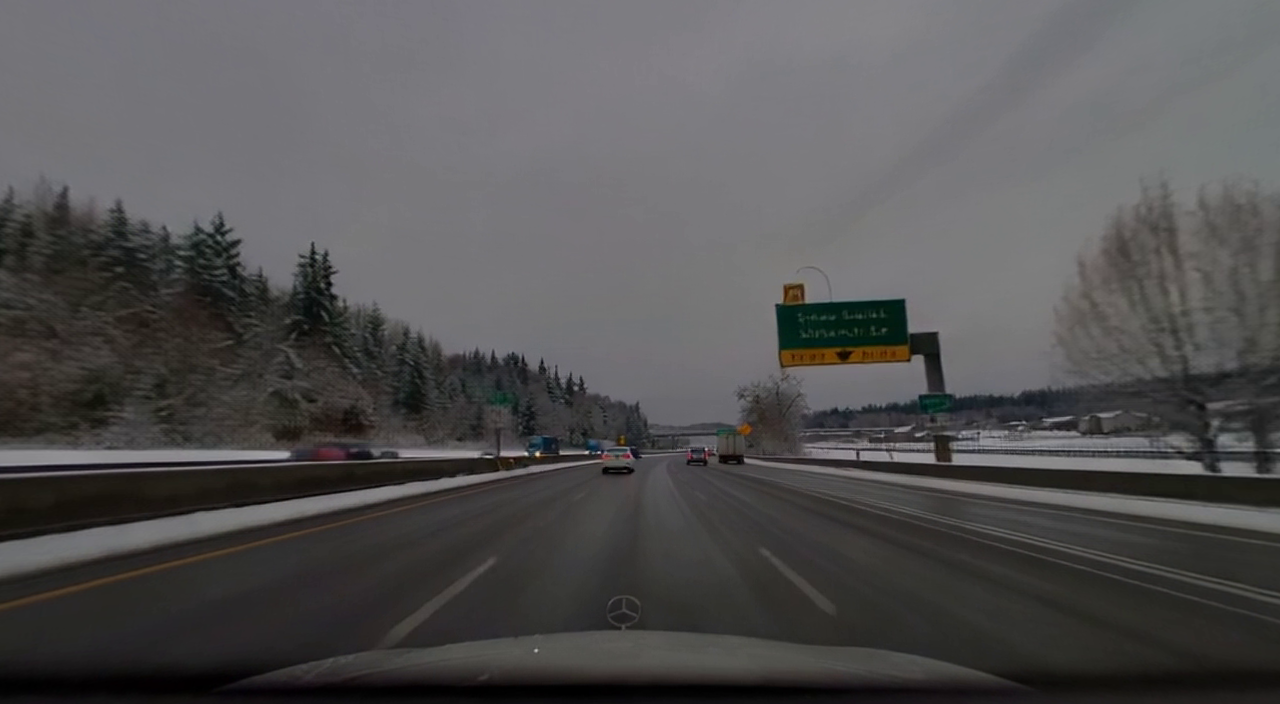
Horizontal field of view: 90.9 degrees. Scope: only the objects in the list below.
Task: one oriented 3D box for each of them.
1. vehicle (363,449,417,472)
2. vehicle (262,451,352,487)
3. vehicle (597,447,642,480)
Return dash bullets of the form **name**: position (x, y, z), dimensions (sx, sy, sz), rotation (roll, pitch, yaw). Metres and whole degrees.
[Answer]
- **vehicle**: position (-18.006, 7.826, 45.609), dimensions (1.859, 1.580, 4.271), rotation (-1, -9, 4)
- **vehicle**: position (-14.965, 5.257, 28.575), dimensions (1.817, 1.470, 3.869), rotation (-1, -9, 3)
- **vehicle**: position (-0.983, 5.645, 32.077), dimensions (2.035, 1.513, 4.272), rotation (0, -9, 2)
